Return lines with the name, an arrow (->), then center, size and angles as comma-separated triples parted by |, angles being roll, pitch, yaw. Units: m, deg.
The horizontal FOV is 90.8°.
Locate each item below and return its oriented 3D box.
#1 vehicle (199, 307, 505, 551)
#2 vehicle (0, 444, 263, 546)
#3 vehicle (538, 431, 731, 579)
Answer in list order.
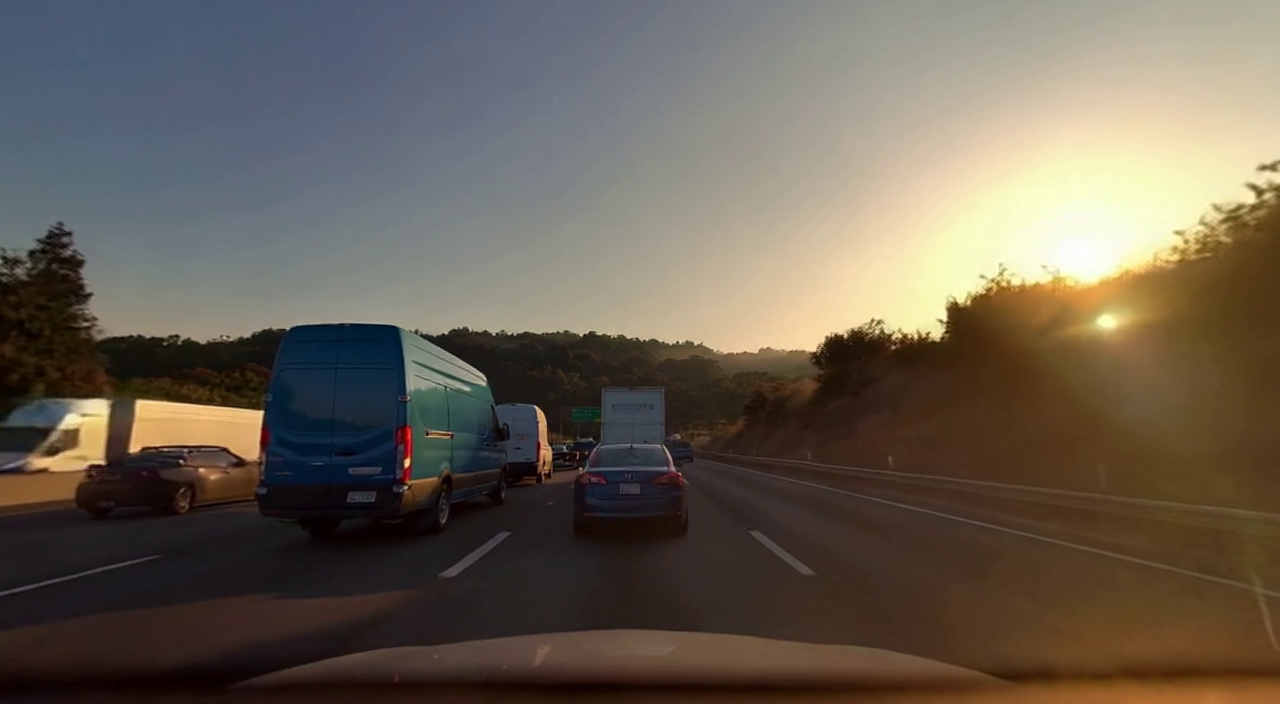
vehicle -> -4.079, 1.383, 10.814 | 2.254, 2.879, 6.656 | 0, -9, -2
vehicle -> -8.887, 2.422, 11.329 | 1.797, 1.466, 3.924 | 0, -9, 0
vehicle -> -0.086, 1.855, 8.296 | 1.995, 1.495, 3.380 | 0, -9, -1
